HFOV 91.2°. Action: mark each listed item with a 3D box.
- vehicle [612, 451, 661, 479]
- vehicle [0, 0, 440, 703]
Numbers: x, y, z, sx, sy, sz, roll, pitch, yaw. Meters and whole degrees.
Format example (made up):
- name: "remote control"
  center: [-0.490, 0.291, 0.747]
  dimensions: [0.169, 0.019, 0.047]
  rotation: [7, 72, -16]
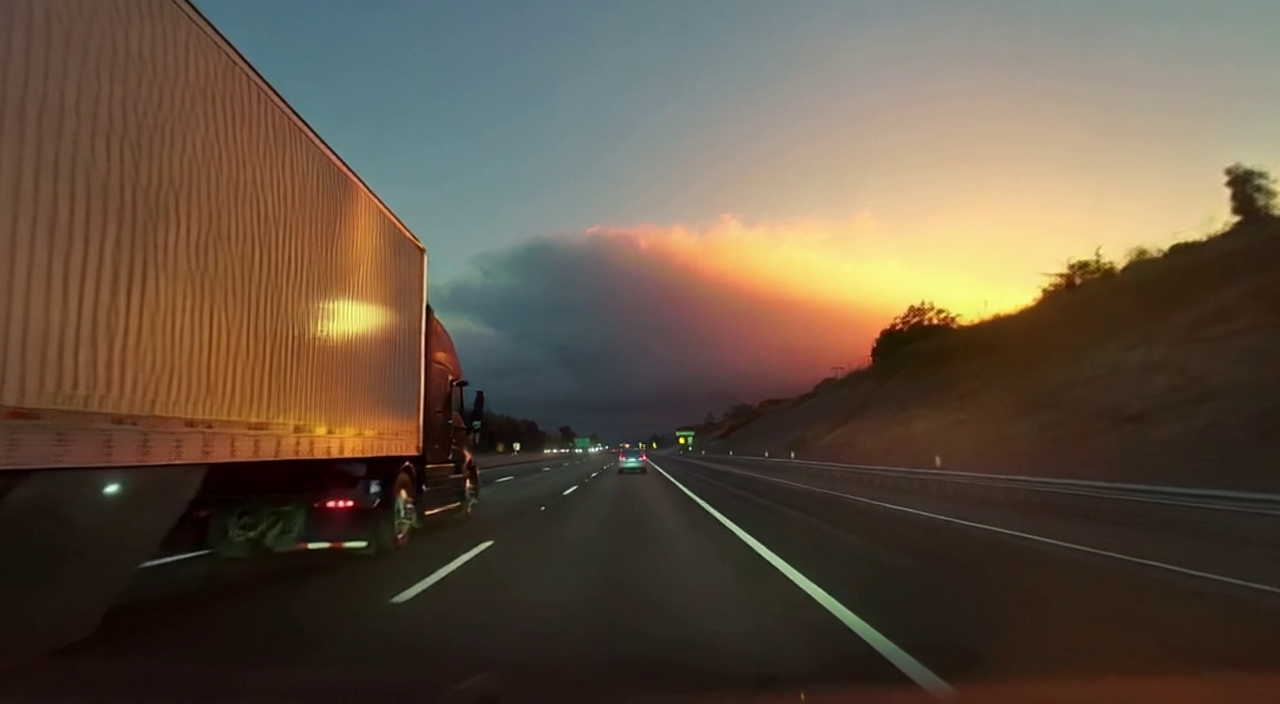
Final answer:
- name: "vehicle"
  center: [-0.231, 6.064, 34.041]
  dimensions: [2.398, 1.336, 5.698]
  rotation: [0, -9, -1]
- name: "vehicle"
  center: [-4.001, -0.453, 0.669]
  dimensions: [2.914, 4.039, 14.493]
  rotation: [0, -9, 0]
